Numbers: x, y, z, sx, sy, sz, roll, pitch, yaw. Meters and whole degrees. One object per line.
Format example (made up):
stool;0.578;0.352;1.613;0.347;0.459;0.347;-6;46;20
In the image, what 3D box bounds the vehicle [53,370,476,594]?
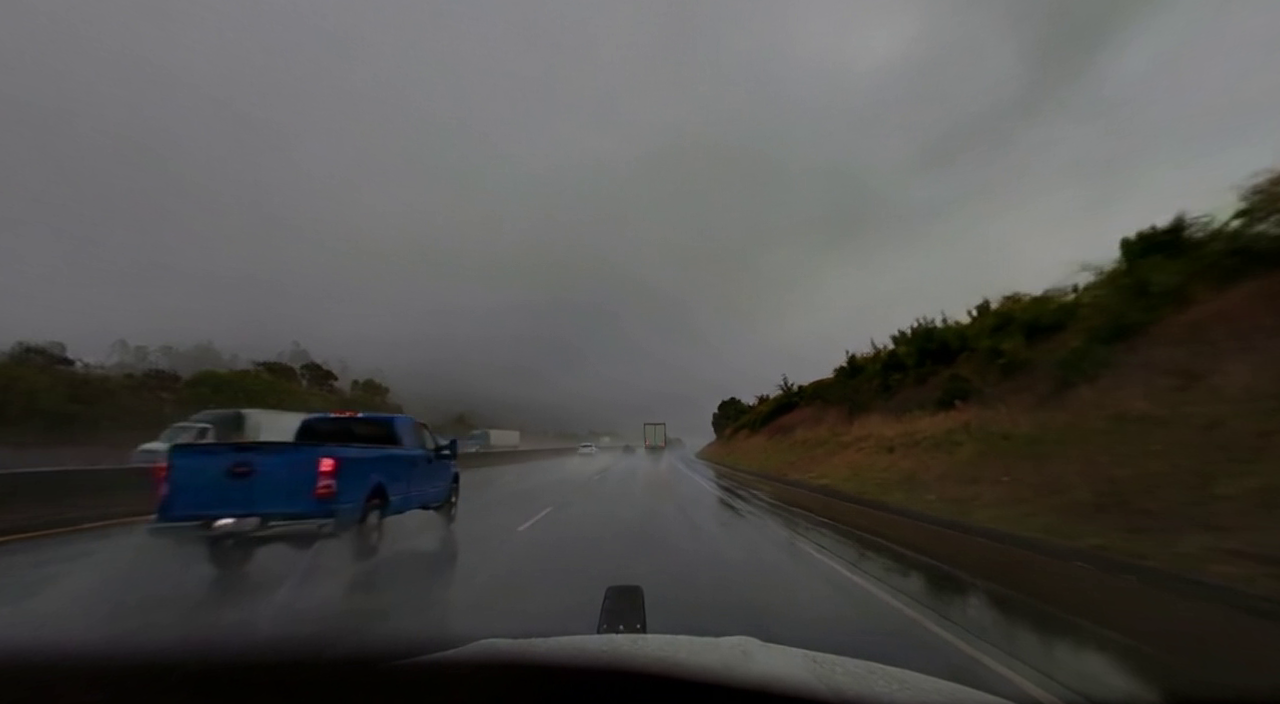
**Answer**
vehicle;-3.959;1.526;8.186;2.216;1.949;5.237;0;-9;0
